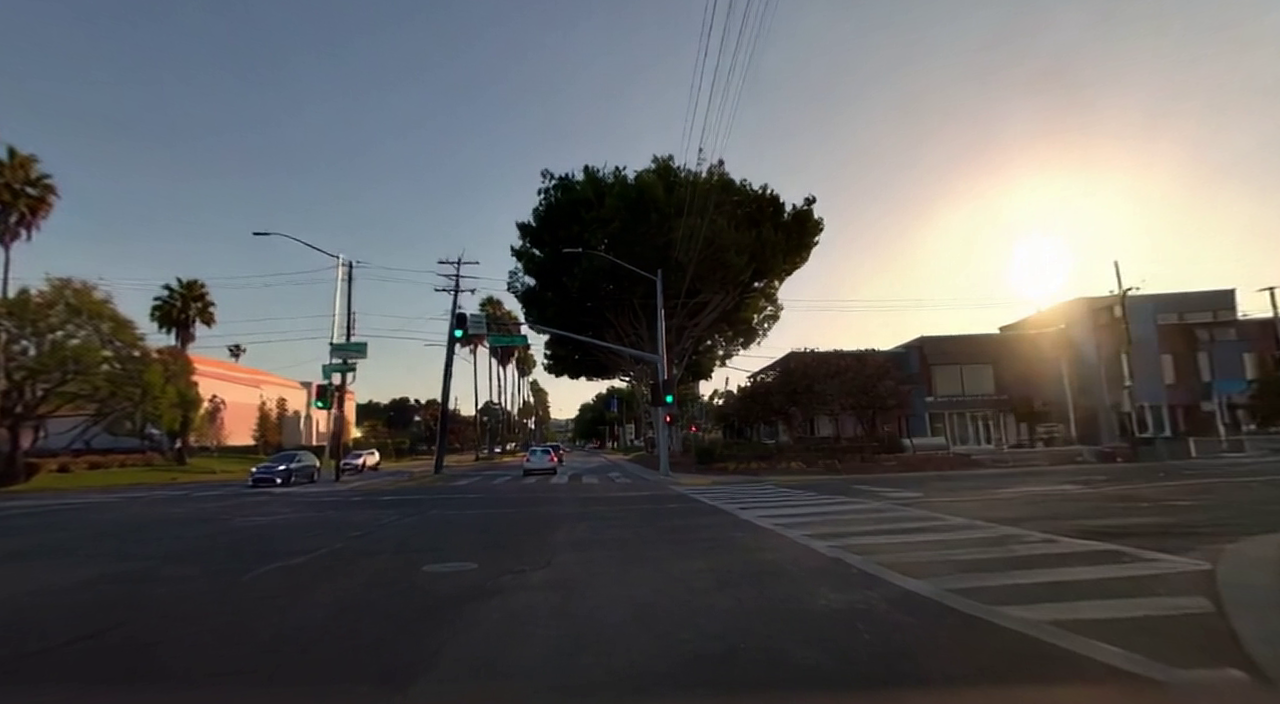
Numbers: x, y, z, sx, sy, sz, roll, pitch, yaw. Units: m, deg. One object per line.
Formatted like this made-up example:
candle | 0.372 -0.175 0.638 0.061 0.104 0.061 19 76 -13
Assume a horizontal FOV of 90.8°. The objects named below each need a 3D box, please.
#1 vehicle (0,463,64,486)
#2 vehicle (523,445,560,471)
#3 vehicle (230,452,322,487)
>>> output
vehicle | -43.976 8.739 45.013 3.829 1.510 1.790 1 -8 -7
vehicle | -6.086 6.566 39.385 2.063 1.474 4.334 1 -9 -7
vehicle | -17.429 5.595 30.552 1.997 1.480 4.715 1 -8 -6
